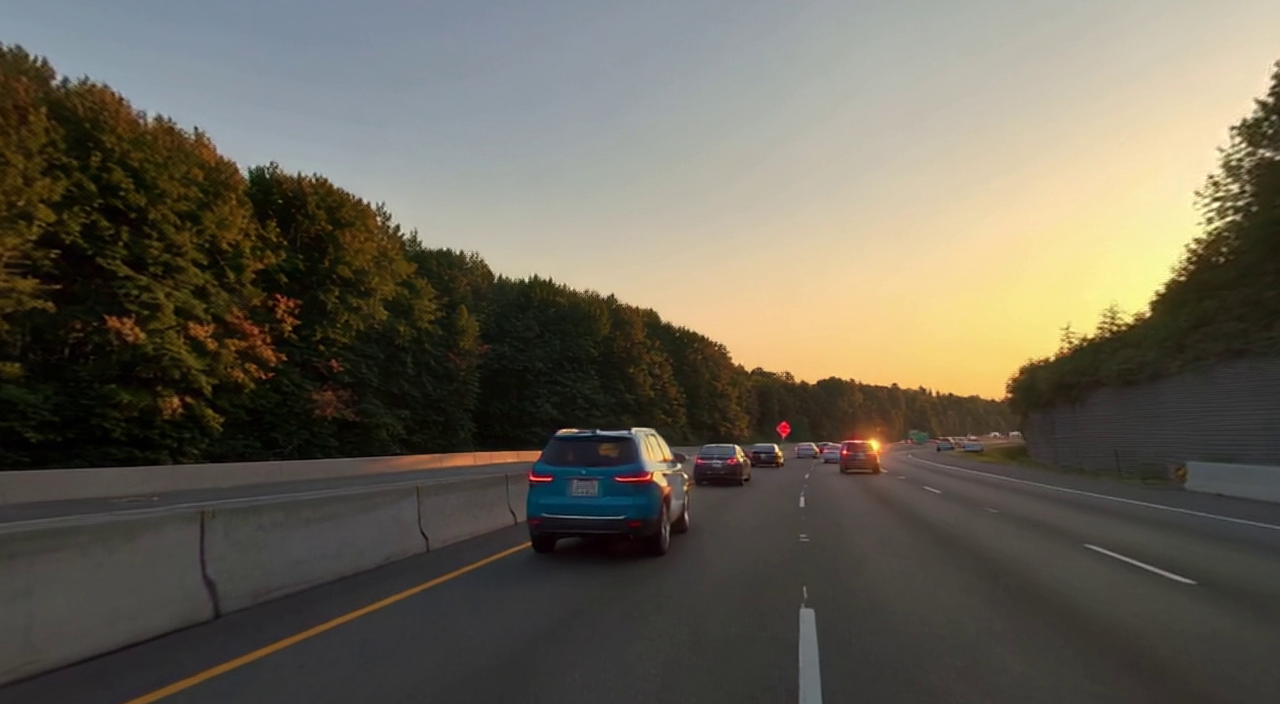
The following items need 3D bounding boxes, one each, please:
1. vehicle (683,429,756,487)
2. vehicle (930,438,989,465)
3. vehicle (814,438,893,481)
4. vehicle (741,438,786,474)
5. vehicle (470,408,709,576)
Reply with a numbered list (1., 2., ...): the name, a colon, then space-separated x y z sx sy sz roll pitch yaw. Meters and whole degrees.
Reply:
1. vehicle: 2.621 3.357 20.150 2.017 1.662 3.543 -2 -8 11
2. vehicle: 18.879 5.904 37.404 1.990 1.478 4.475 -2 -8 13
3. vehicle: 7.870 3.969 23.666 1.962 1.442 4.536 -1 -8 8
4. vehicle: 5.436 4.547 27.680 1.755 1.457 3.686 -2 -8 11
5. vehicle: -0.340 1.700 8.457 2.021 1.635 4.085 -2 -8 13
